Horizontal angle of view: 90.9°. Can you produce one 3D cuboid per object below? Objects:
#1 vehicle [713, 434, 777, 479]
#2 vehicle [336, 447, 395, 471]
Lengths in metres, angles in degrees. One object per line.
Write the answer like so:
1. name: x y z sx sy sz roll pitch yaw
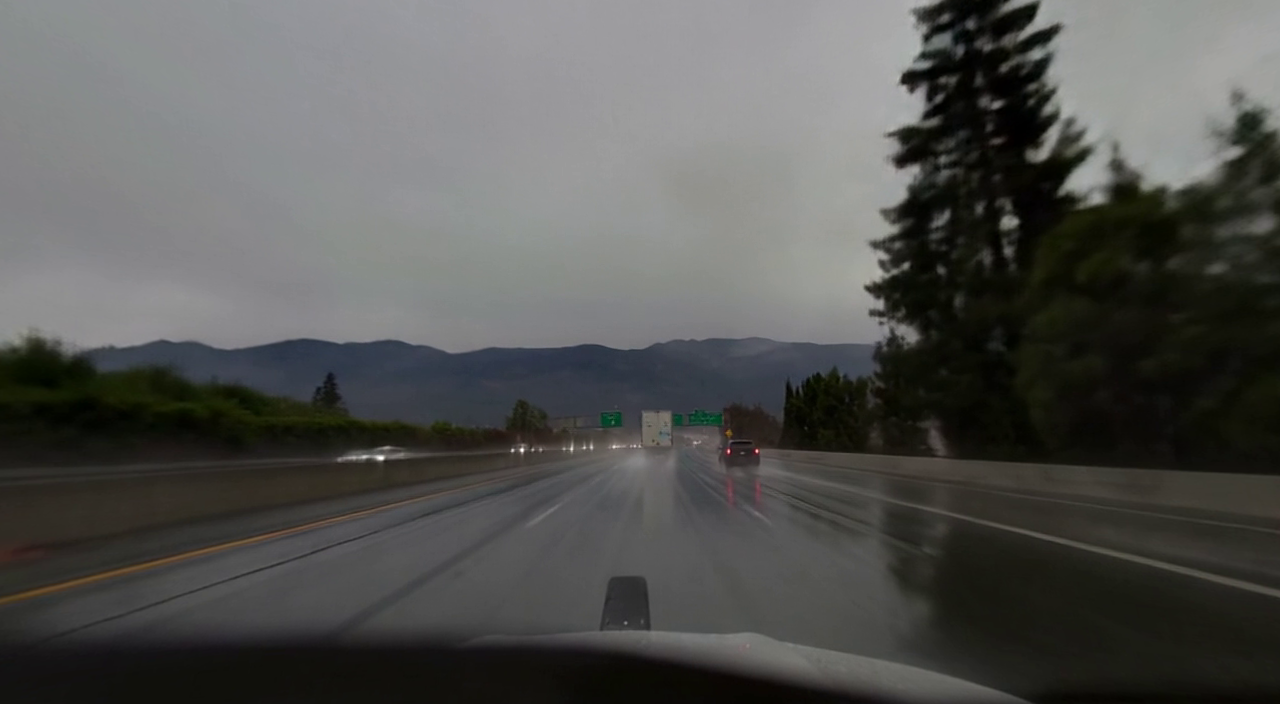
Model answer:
1. vehicle: 4.112 4.148 25.274 1.880 1.624 3.941 0 -8 0
2. vehicle: -18.945 7.390 43.764 1.944 1.487 4.621 -1 -8 2
